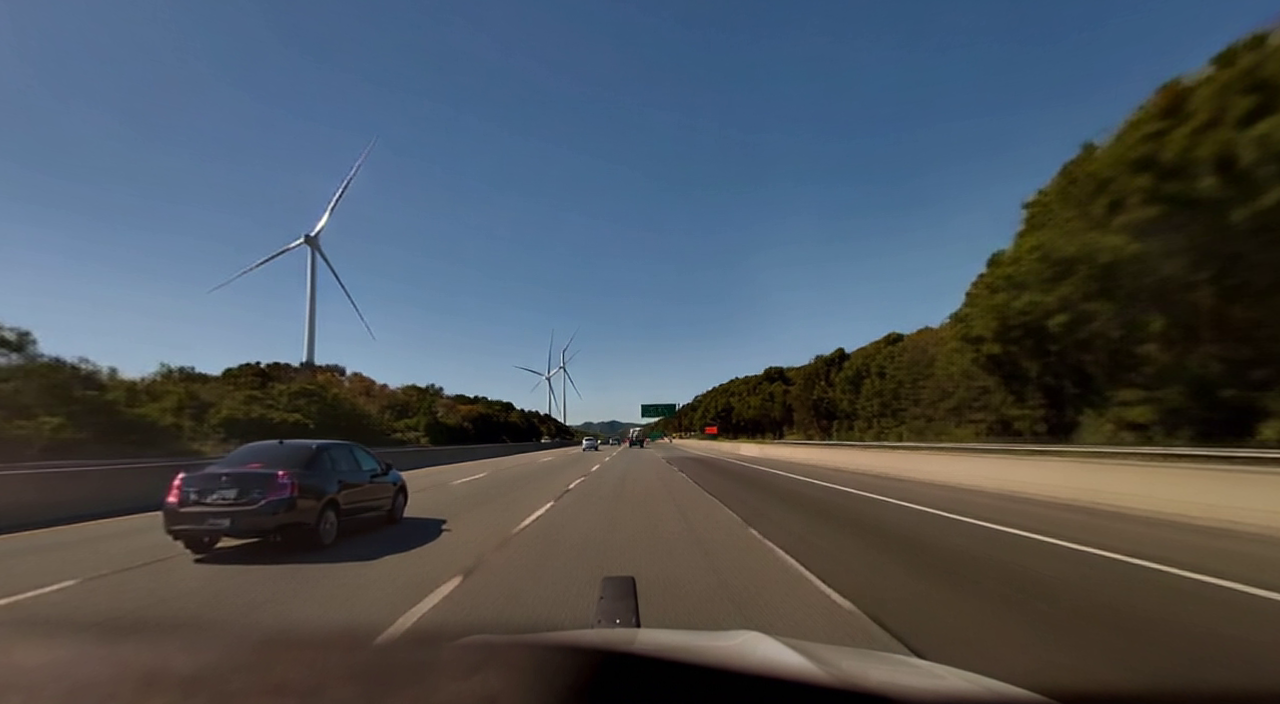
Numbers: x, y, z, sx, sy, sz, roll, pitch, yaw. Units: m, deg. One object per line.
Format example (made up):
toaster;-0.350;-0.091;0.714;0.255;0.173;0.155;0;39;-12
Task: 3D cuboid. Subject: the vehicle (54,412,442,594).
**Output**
vehicle;-3.917;1.533;7.313;1.950;1.511;3.965;0;-8;0
